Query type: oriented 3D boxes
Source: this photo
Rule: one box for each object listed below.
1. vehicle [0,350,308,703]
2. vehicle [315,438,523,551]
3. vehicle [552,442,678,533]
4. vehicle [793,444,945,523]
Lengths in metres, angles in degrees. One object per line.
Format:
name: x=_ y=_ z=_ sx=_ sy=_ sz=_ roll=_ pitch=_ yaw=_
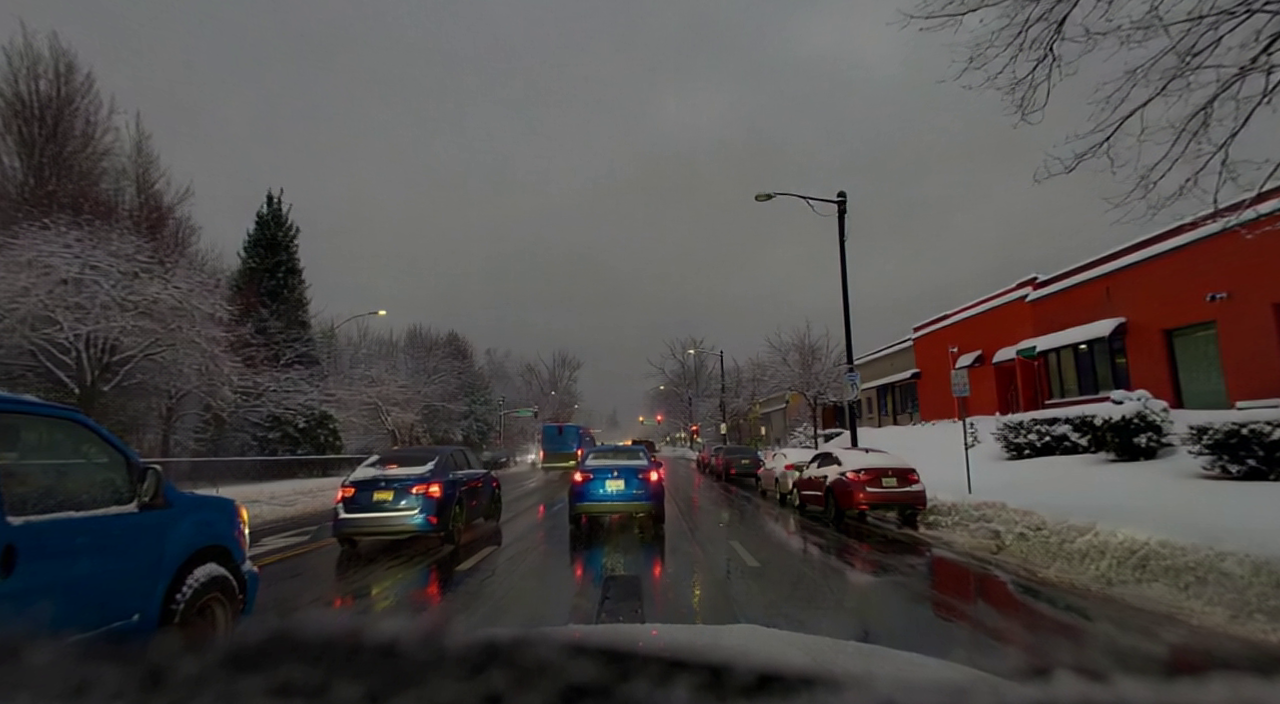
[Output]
vehicle: x=-3.727 y=0.867 z=2.524 sx=2.140 sy=1.768 sz=4.685 roll=0 pitch=-9 yaw=1
vehicle: x=-3.525 y=2.340 z=11.116 sx=1.995 sy=1.554 sz=4.426 roll=0 pitch=-9 yaw=1
vehicle: x=-0.414 y=2.623 z=12.824 sx=2.152 sy=1.518 sz=4.113 roll=0 pitch=-9 yaw=0
vehicle: x=4.902 y=2.847 z=14.173 sx=1.832 sy=1.491 sz=4.054 roll=1 pitch=-9 yaw=-1
